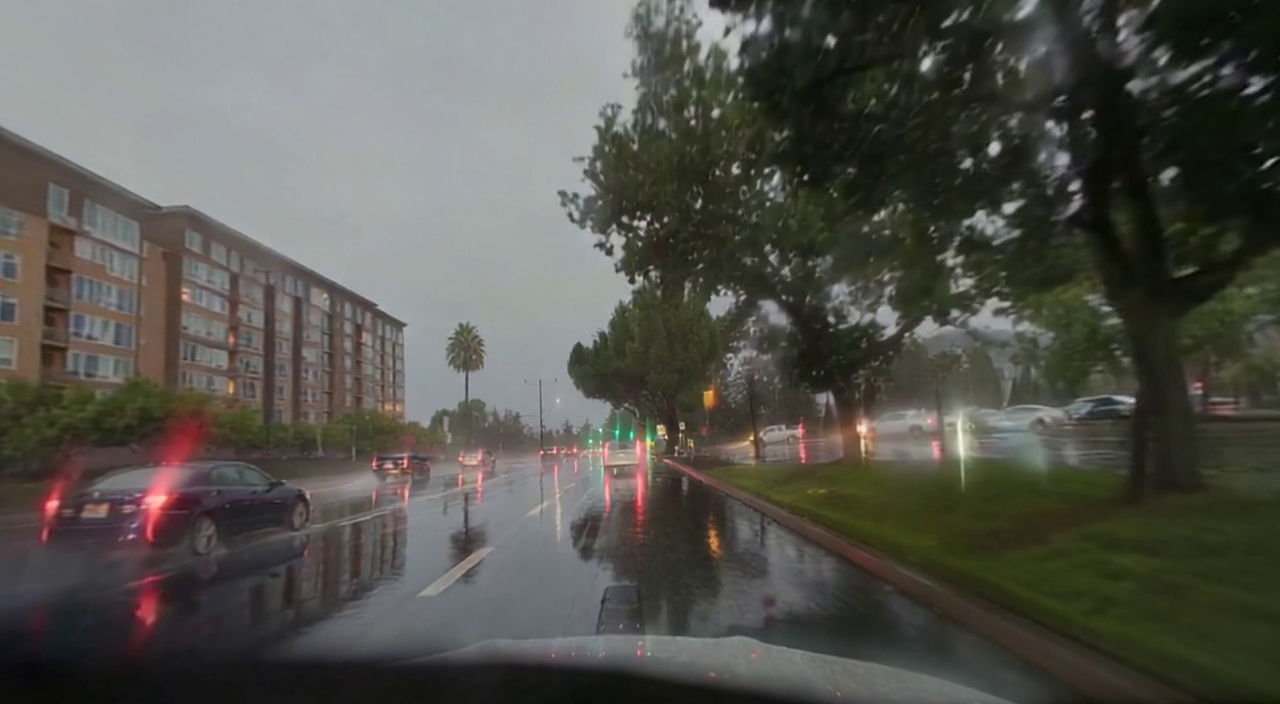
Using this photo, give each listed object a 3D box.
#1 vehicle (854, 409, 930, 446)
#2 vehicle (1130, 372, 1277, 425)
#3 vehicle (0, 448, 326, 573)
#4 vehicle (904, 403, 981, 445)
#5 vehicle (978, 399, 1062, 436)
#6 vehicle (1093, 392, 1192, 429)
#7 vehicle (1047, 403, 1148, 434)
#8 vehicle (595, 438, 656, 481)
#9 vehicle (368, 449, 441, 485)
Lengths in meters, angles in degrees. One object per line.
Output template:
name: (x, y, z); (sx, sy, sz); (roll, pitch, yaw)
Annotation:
vehicle: (15.447, 4.774, 39.126); (2.395, 2.028, 5.135); (1, -9, -2)
vehicle: (34.726, 3.019, 39.364); (2.608, 2.389, 6.582); (-9, -8, -3)
vehicle: (-7.016, 2.234, 9.834); (1.906, 1.449, 4.576); (0, -8, 0)
vehicle: (18.230, 4.424, 38.349); (2.002, 2.015, 4.254); (-8, -8, -6)
vehicle: (23.638, 4.143, 39.499); (2.118, 1.724, 4.361); (-8, -8, -5)
vehicle: (31.771, 3.796, 40.203); (2.074, 1.749, 4.957); (0, -13, -1)
vehicle: (28.982, 4.203, 40.127); (4.753, 1.730, 1.882); (-3, -3, 10)
vehicle: (-0.573, 4.016, 23.896); (2.099, 1.469, 4.389); (1, -8, -2)
vehicle: (-10.849, 5.308, 29.452); (2.024, 1.484, 4.592); (1, -9, -5)
